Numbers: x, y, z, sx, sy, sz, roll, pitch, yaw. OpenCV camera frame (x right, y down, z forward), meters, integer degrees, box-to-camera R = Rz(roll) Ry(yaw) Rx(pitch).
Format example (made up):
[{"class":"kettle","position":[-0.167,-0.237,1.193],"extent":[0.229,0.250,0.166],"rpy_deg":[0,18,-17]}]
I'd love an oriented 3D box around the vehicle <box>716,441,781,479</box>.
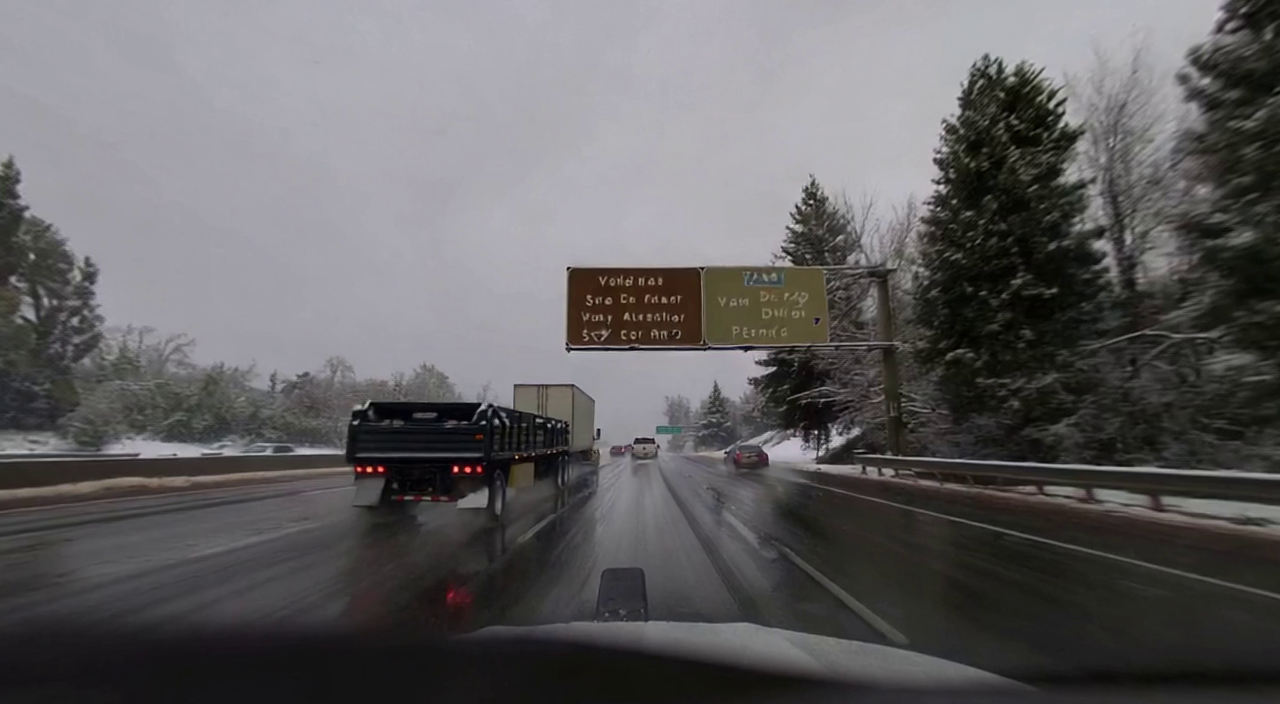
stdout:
[{"class":"vehicle","position":[4.557,4.589,27.143],"extent":[1.993,1.474,4.230],"rpy_deg":[0,-8,-1]}]

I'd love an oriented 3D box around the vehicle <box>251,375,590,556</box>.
[{"class":"vehicle","position":[-3.547,2.735,16.642],"extent":[2.854,2.379,16.653],"rpy_deg":[0,-9,1]}]

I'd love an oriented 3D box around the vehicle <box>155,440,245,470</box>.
[{"class":"vehicle","position":[-24.265,5.703,35.009],"extent":[1.845,1.521,4.273],"rpy_deg":[0,-8,1]}]

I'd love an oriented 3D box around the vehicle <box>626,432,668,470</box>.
[{"class":"vehicle","position":[0.446,5.791,37.001],"extent":[2.309,2.023,5.130],"rpy_deg":[0,-8,1]}]
